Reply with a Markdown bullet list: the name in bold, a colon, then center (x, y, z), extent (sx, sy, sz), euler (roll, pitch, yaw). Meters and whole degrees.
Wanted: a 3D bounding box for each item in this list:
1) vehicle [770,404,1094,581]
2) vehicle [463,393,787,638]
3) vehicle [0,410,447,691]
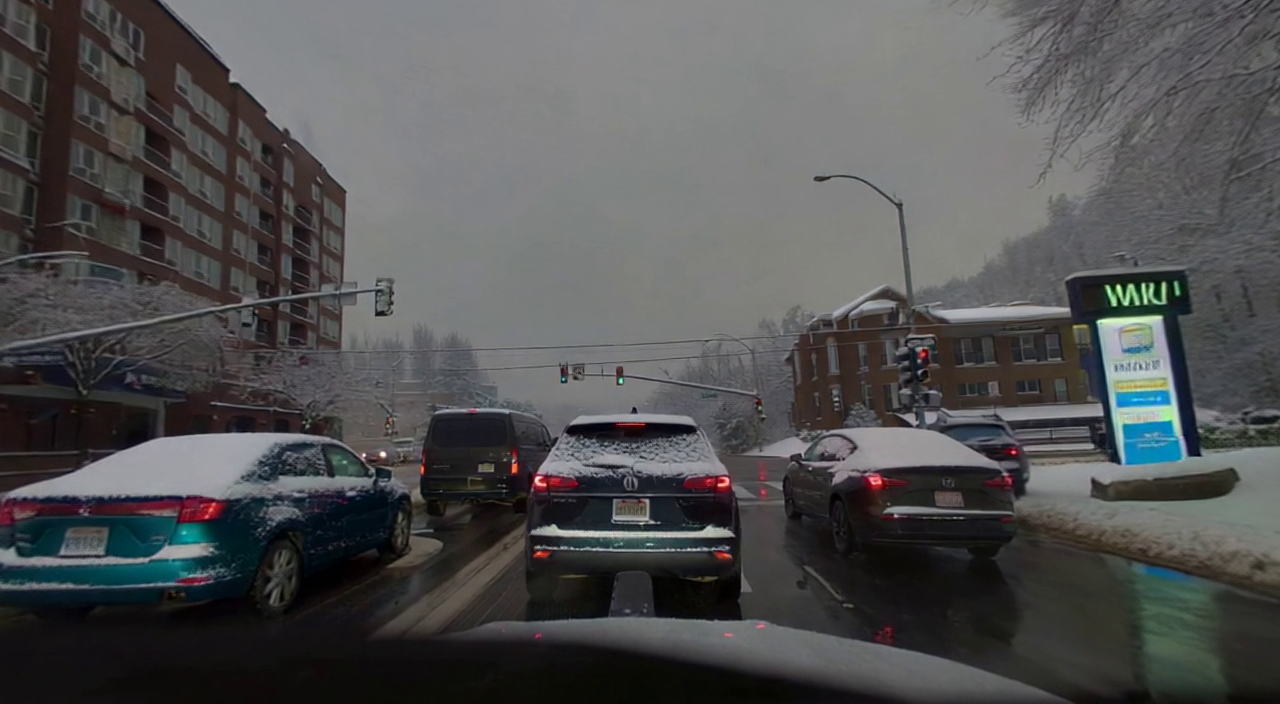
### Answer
- **vehicle**: center (3.217, 1.657, 8.252), extent (2.004, 1.646, 4.554), euler (0, -8, -1)
- **vehicle**: center (-0.126, 1.428, 6.505), extent (2.195, 1.662, 4.262), euler (0, -8, -1)
- **vehicle**: center (-3.546, 1.427, 5.823), extent (1.906, 1.524, 4.547), euler (0, -8, 2)
